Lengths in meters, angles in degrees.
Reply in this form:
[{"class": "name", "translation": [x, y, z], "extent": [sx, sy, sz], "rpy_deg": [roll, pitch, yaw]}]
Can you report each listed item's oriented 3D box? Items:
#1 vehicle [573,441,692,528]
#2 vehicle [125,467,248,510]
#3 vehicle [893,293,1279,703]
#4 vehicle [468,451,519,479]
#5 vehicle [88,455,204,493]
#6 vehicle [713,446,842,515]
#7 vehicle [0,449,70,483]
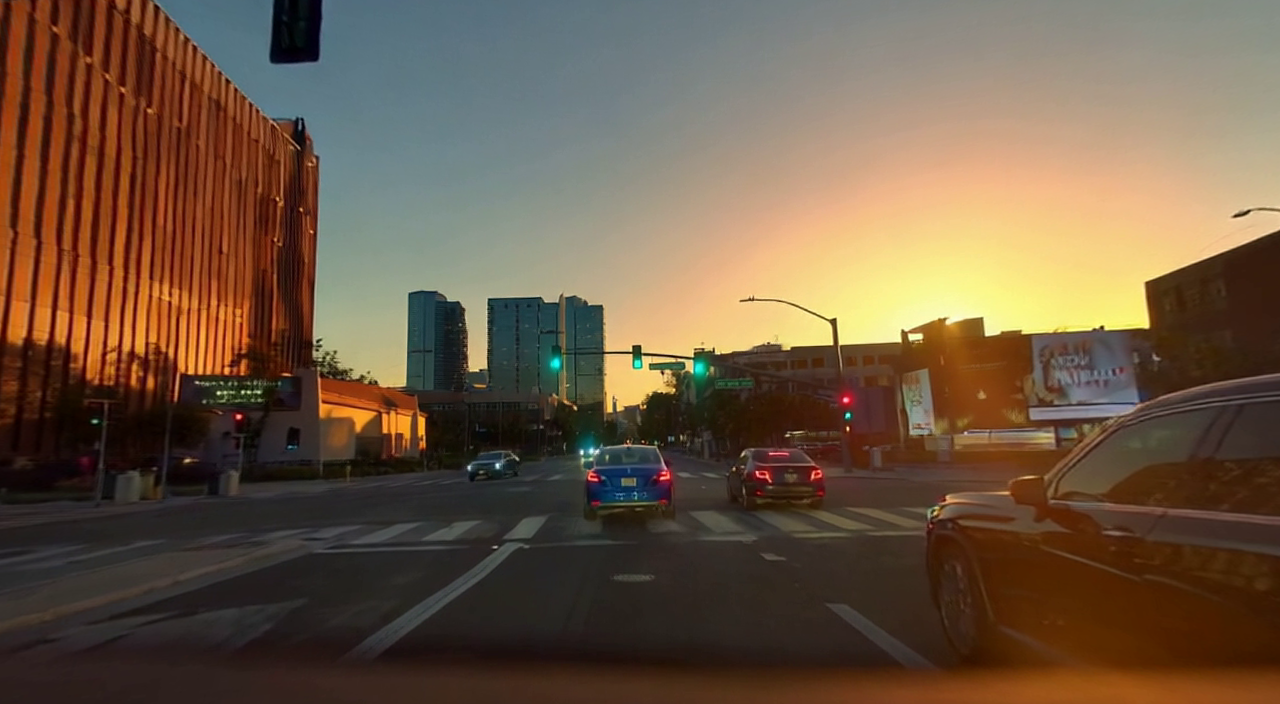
[{"class": "vehicle", "translation": [-0.180, 2.617, 13.103], "extent": [2.095, 1.502, 3.873], "rpy_deg": [0, -8, -1]}, {"class": "vehicle", "translation": [-19.173, 5.749, 26.987], "extent": [1.942, 1.453, 4.448], "rpy_deg": [0, -8, 0]}, {"class": "vehicle", "translation": [2.981, 0.812, 2.559], "extent": [2.047, 1.785, 4.357], "rpy_deg": [0, -8, 0]}, {"class": "vehicle", "translation": [-8.632, 6.678, 37.691], "extent": [1.879, 1.510, 4.619], "rpy_deg": [0, -8, 1]}, {"class": "vehicle", "translation": [-27.607, 6.806, 35.604], "extent": [2.300, 1.932, 5.056], "rpy_deg": [0, -9, 2]}, {"class": "vehicle", "translation": [3.133, 3.008, 15.466], "extent": [2.009, 1.414, 4.416], "rpy_deg": [0, -8, -2]}, {"class": "vehicle", "translation": [-35.724, 6.416, 35.632], "extent": [2.145, 1.797, 5.198], "rpy_deg": [-1, -8, 2]}]
